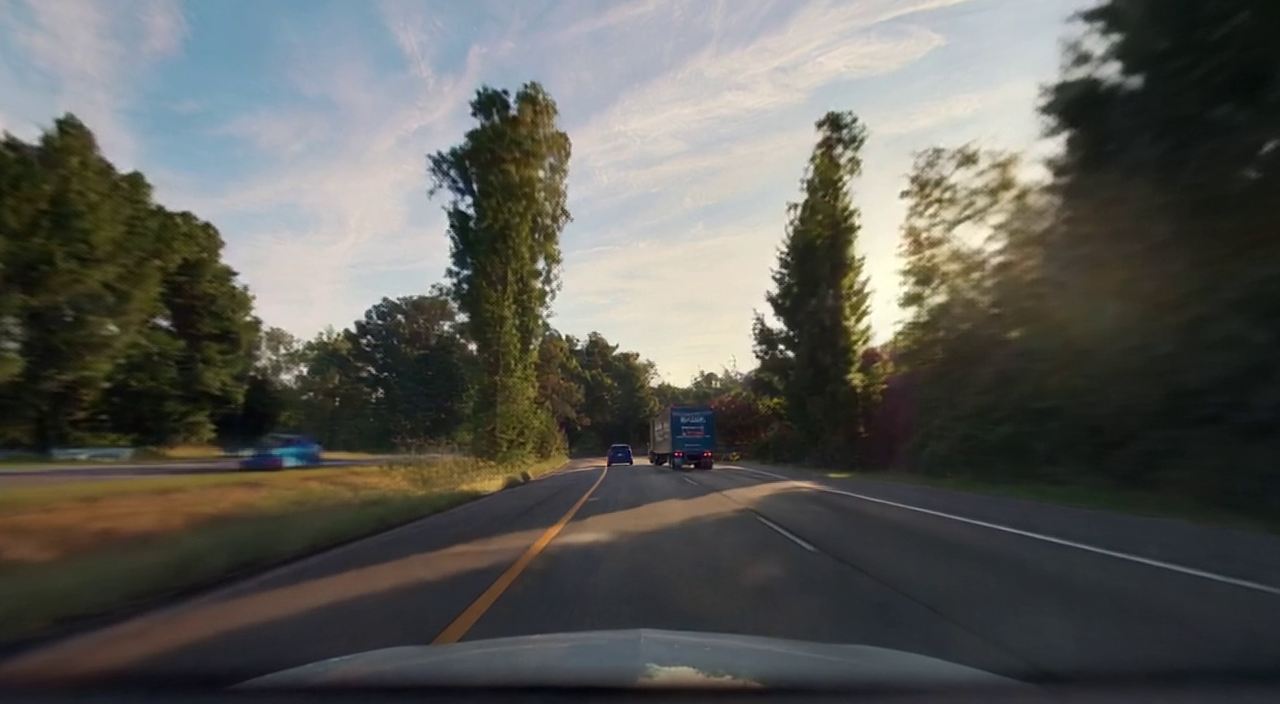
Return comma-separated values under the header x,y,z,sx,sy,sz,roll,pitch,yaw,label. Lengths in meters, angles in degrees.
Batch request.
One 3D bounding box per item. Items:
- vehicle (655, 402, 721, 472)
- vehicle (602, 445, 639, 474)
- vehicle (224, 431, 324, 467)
x,y,z,sx,sy,sz,roll,pitch,yaw,label
2.961,6.070,43.908,2.951,4.012,14.203,1,-9,-2,vehicle
-1.090,5.858,34.456,1.913,1.460,3.610,1,-9,-2,vehicle
-16.458,4.406,28.669,1.834,1.491,4.562,0,-9,-1,vehicle
